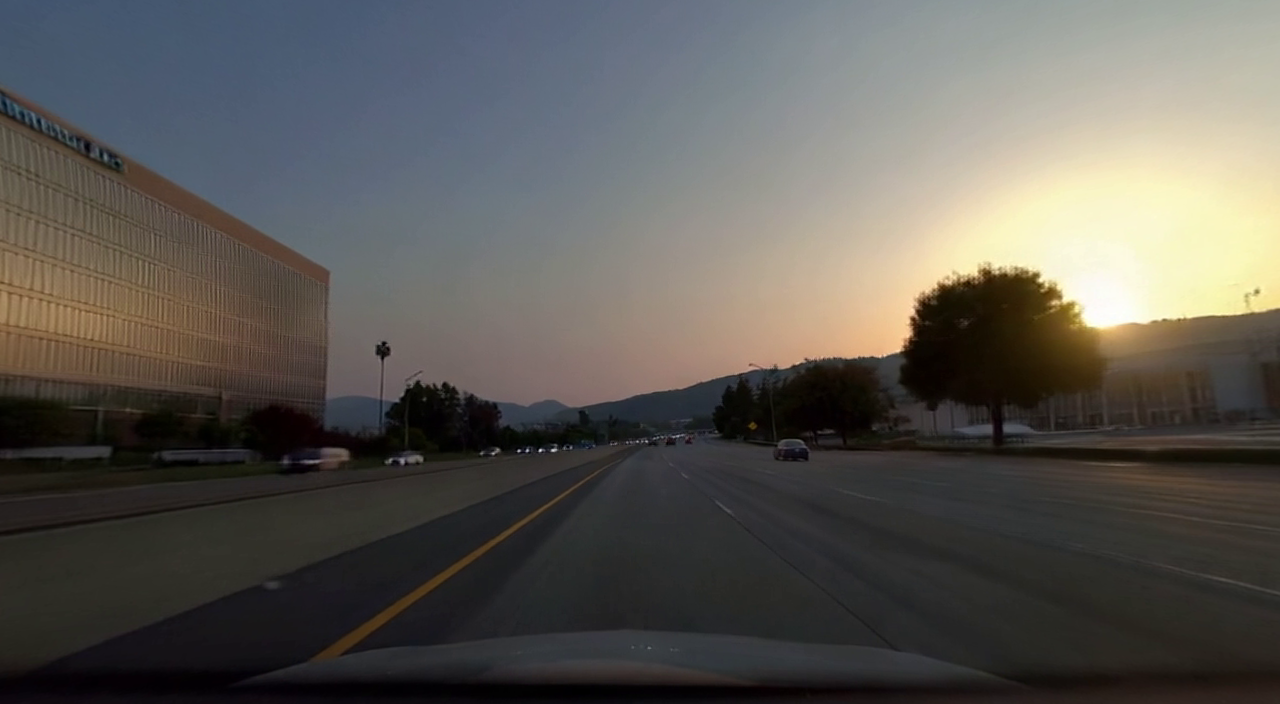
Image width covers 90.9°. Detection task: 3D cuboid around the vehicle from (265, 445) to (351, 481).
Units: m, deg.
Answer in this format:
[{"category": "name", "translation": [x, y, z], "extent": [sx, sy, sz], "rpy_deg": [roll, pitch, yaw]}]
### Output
[{"category": "vehicle", "translation": [-19.106, 6.377, 36.662], "extent": [2.278, 1.932, 5.143], "rpy_deg": [0, -8, -1]}]
